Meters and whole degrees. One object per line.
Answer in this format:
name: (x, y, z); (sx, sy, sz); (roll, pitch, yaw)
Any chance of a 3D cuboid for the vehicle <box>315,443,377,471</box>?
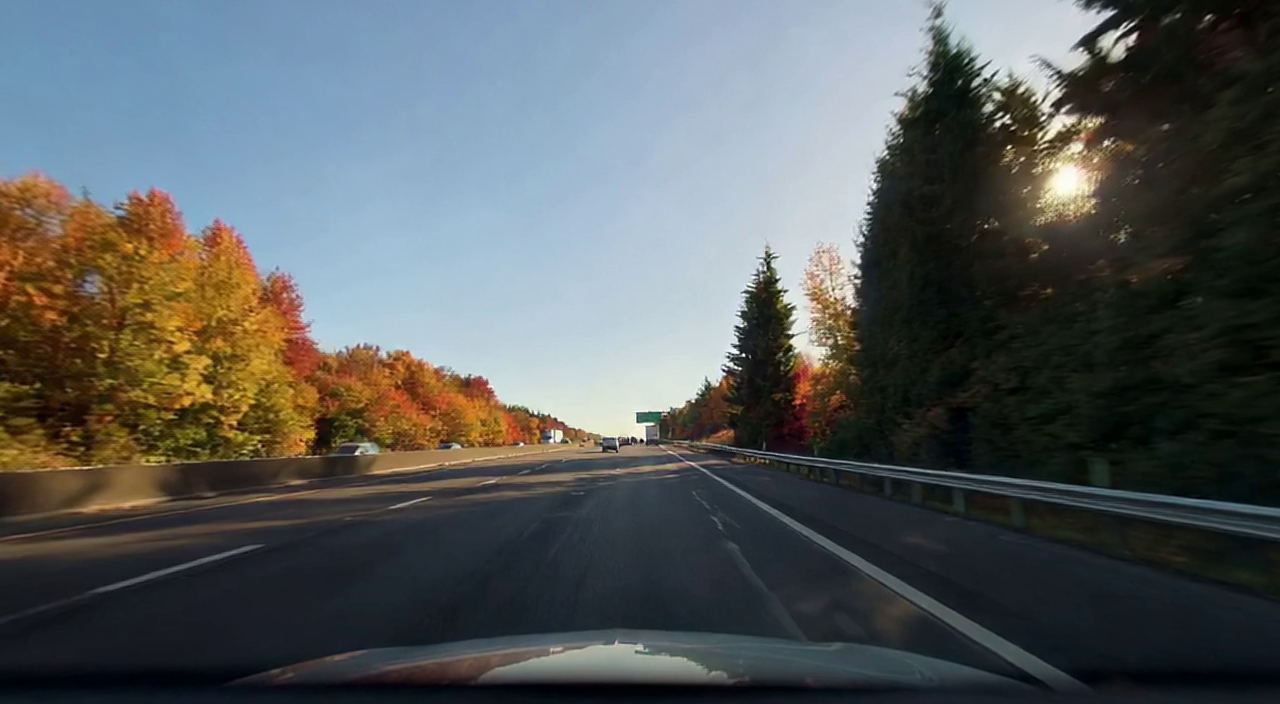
vehicle: (-15.989, 5.689, 34.324); (1.632, 1.417, 3.645); (-1, -8, 1)
